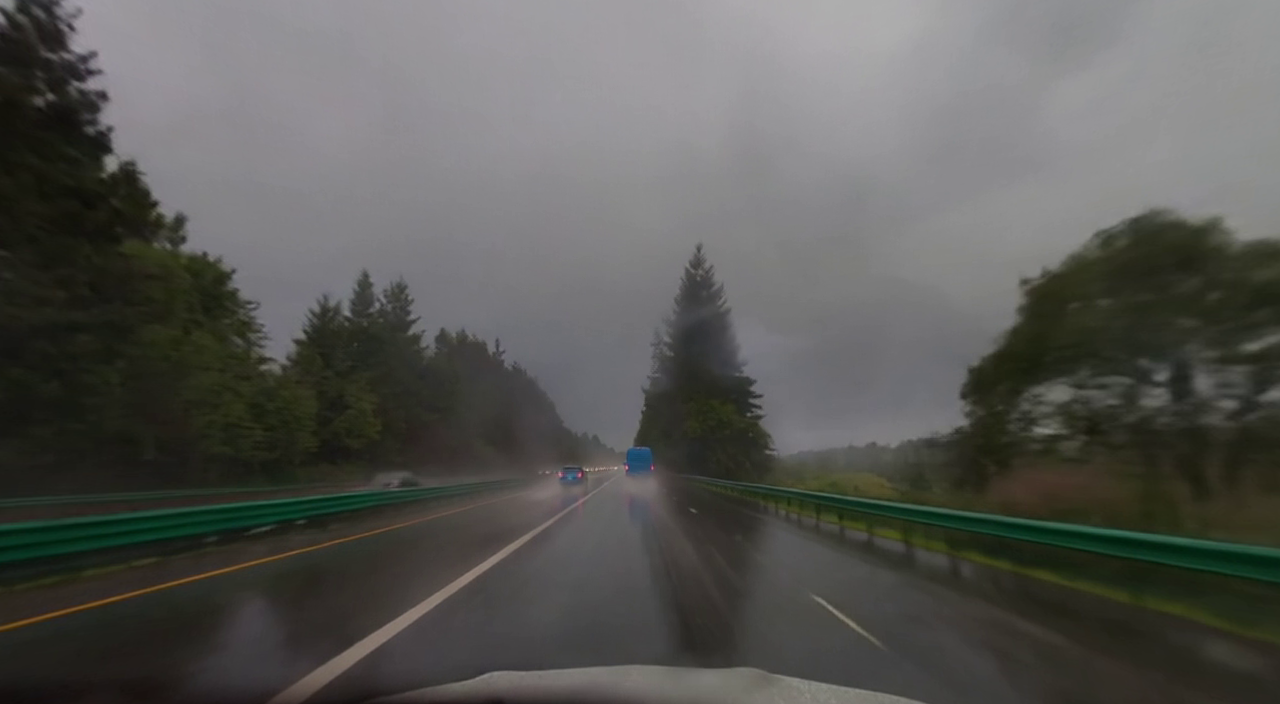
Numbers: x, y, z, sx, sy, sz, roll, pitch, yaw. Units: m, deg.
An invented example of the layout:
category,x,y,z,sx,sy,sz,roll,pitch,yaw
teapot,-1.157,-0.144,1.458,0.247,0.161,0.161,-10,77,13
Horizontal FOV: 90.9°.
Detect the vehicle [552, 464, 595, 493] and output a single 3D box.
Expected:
category,x,y,z,sx,sy,sz,roll,pitch,yaw
vehicle,-3.725,7.185,35.853,2.038,1.490,4.391,1,-11,-1
